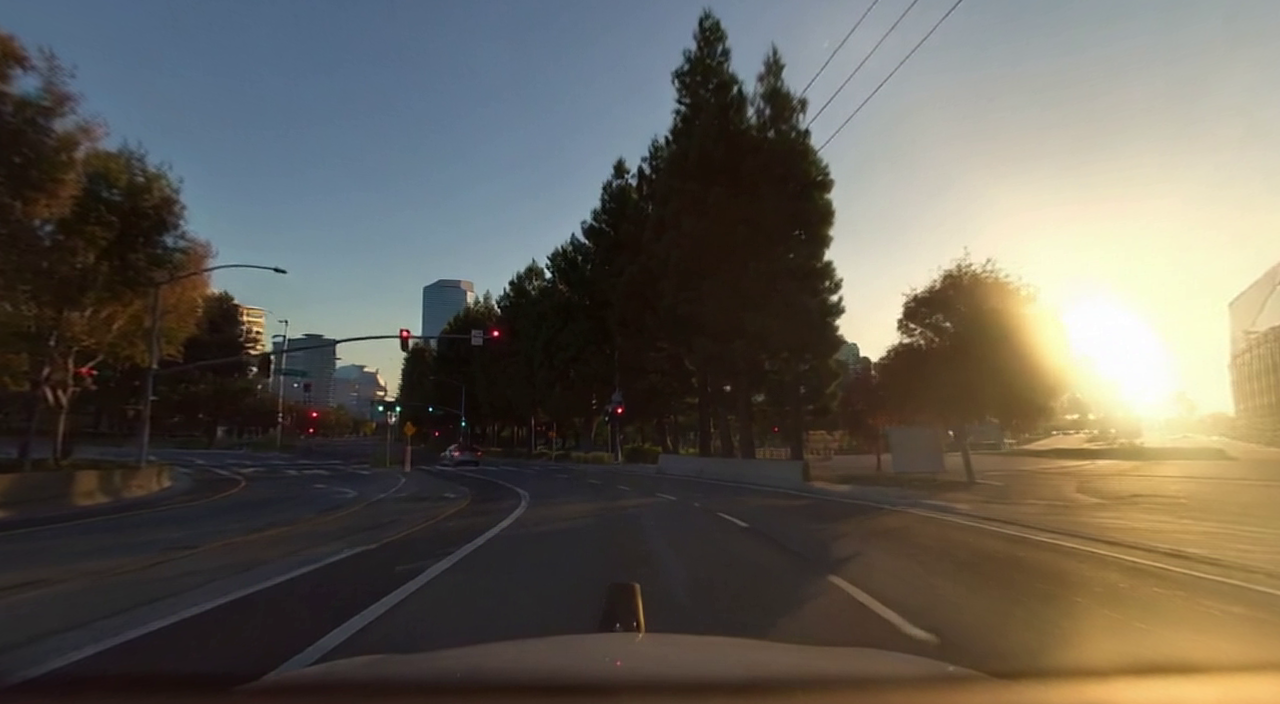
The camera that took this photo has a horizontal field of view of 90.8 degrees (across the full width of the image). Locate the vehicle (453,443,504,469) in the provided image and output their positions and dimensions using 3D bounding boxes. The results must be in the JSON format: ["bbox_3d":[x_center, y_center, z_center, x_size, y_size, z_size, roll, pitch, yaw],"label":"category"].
[{"bbox_3d":[-10.480,6.650,40.676,2.163,1.537,4.368,5,-10,-27],"label":"vehicle"}]
